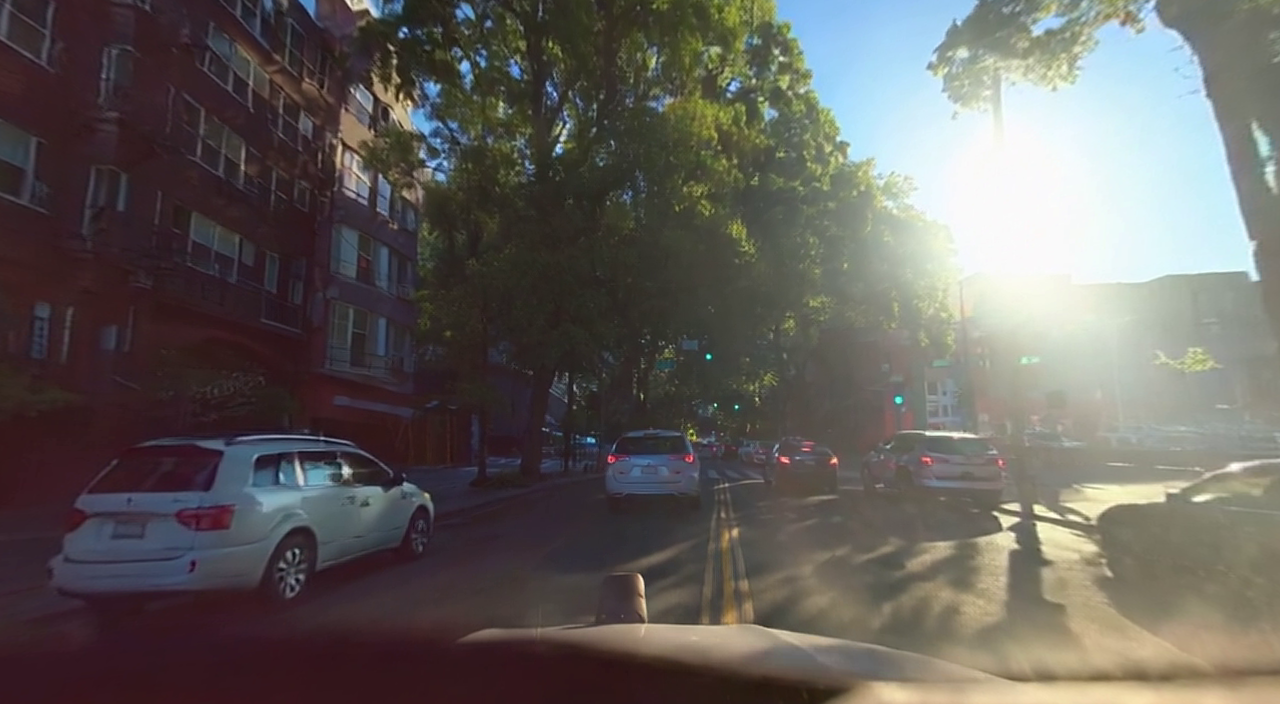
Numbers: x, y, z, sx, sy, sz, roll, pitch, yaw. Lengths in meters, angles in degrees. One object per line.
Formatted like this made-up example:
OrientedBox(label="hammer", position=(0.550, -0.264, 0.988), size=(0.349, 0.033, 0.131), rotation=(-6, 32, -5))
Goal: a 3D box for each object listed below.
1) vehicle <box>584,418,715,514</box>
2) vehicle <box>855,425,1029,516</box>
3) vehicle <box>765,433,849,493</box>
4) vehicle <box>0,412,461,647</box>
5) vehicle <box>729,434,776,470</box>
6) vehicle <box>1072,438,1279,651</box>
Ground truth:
OrientedBox(label="vehicle", position=(0.465, 2.609, 14.967), size=(2.333, 1.832, 5.200), rotation=(-2, -9, 9))
OrientedBox(label="vehicle", position=(7.057, 2.802, 15.602), size=(2.093, 1.815, 5.441), rotation=(-1, -8, 6))
OrientedBox(label="vehicle", position=(5.017, 3.378, 19.521), size=(2.111, 1.619, 4.077), rotation=(-2, -9, 10))
OrientedBox(label="vehicle", position=(-3.989, 1.701, 7.233), size=(2.013, 1.772, 4.439), rotation=(-2, -9, 9))
OrientedBox(label="vehicle", position=(5.660, 5.094, 32.352), size=(2.111, 1.705, 4.093), rotation=(-1, -8, 7))
OrientedBox(label="vehicle", position=(5.354, 1.336, 4.466), size=(1.937, 1.442, 4.338), rotation=(-1, -8, 7))
